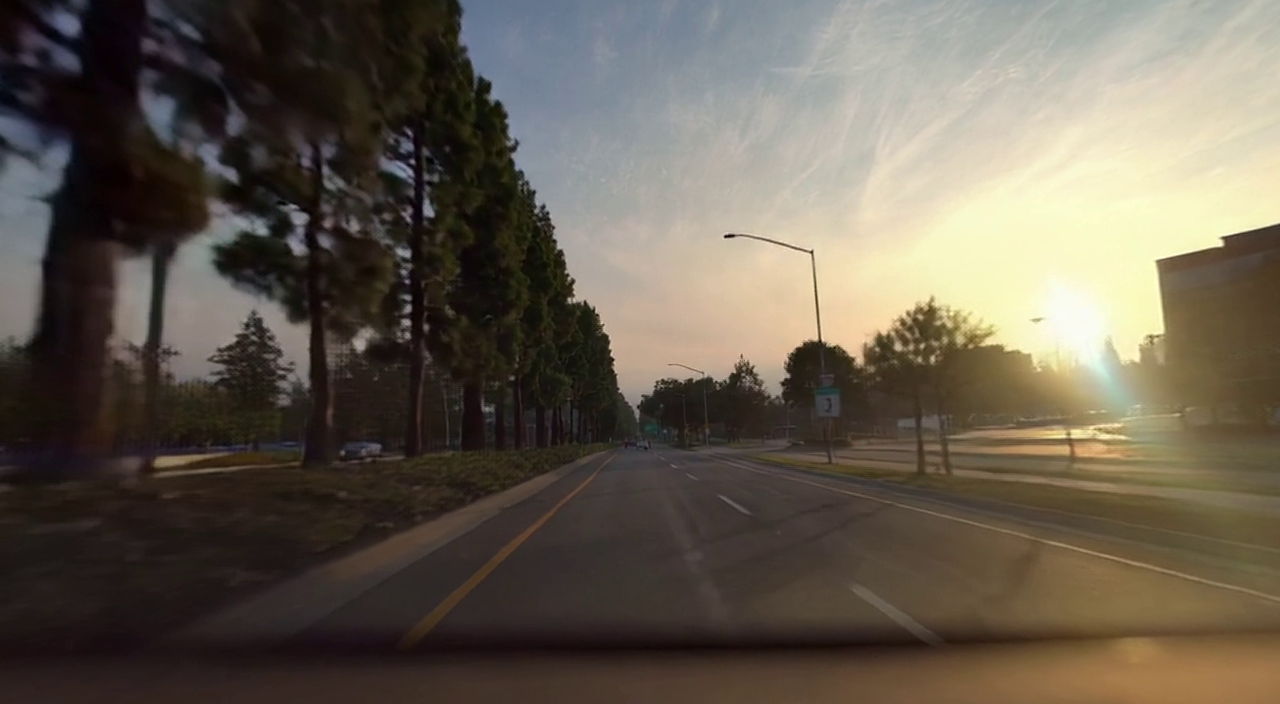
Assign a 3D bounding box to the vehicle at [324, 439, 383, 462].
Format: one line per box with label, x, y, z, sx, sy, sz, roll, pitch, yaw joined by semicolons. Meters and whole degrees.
vehicle;-19.274;6.638;42.741;1.790;1.453;4.618;0;-9;1
